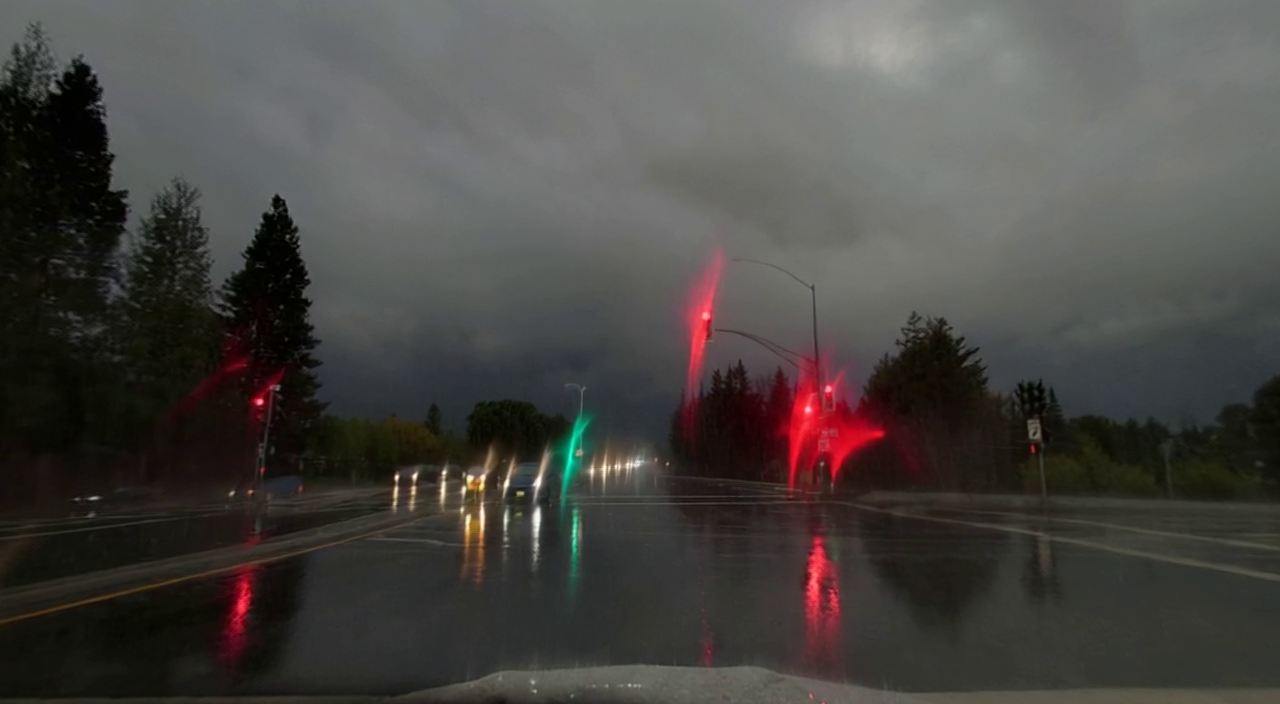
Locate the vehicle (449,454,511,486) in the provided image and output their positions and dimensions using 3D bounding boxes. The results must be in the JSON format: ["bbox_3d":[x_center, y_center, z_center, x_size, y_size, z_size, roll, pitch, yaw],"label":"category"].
[{"bbox_3d":[-8.043,5.975,32.088,1.960,1.433,4.213,0,-8,1],"label":"vehicle"}]

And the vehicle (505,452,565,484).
[{"bbox_3d":[-5.237,5.850,32.085,2.107,1.456,4.728,0,-8,1],"label":"vehicle"}]

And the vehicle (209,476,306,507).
[{"bbox_3d":[-22.650,8.219,37.427,4.491,1.500,2.029,8,-12,-43],"label":"vehicle"}]

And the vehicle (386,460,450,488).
[{"bbox_3d":[-15.882,8.759,45.406,2.050,1.755,5.135,-2,-9,9],"label":"vehicle"}]
